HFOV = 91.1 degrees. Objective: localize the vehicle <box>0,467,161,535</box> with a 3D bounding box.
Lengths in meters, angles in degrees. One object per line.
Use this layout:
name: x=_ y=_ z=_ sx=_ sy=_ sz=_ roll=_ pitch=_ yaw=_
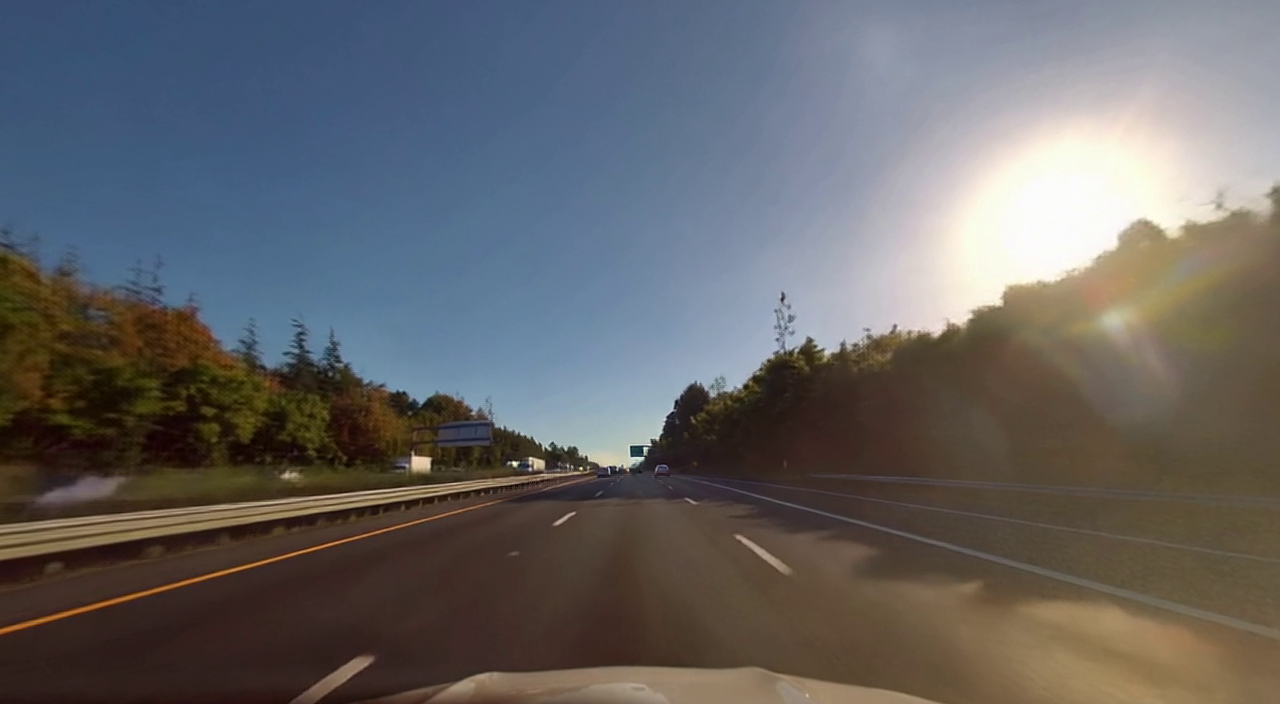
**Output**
vehicle: x=-16.487 y=4.068 z=17.715 sx=2.037 sy=1.590 sz=4.871 roll=1 pitch=-10 yaw=0
